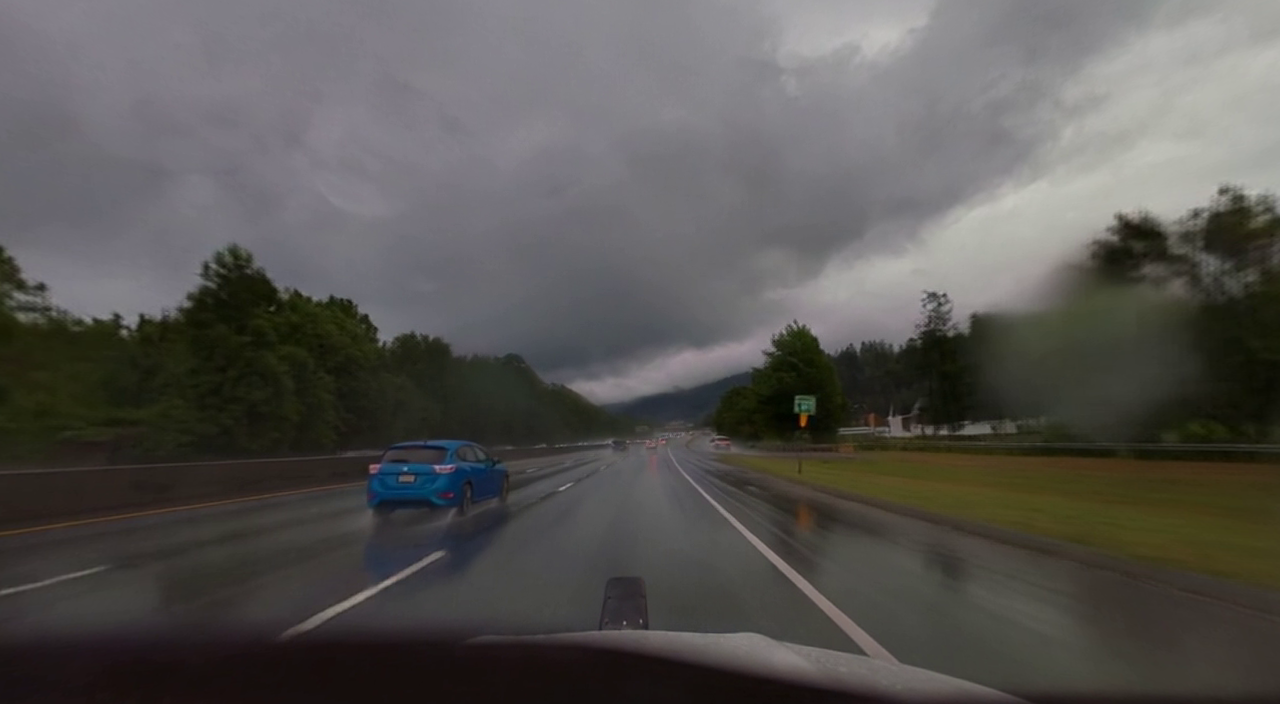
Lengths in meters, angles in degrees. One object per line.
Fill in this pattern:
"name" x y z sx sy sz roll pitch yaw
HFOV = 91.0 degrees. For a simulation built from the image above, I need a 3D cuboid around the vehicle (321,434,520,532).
"vehicle" -3.745 2.302 11.762 1.996 1.454 4.495 0 -8 2
